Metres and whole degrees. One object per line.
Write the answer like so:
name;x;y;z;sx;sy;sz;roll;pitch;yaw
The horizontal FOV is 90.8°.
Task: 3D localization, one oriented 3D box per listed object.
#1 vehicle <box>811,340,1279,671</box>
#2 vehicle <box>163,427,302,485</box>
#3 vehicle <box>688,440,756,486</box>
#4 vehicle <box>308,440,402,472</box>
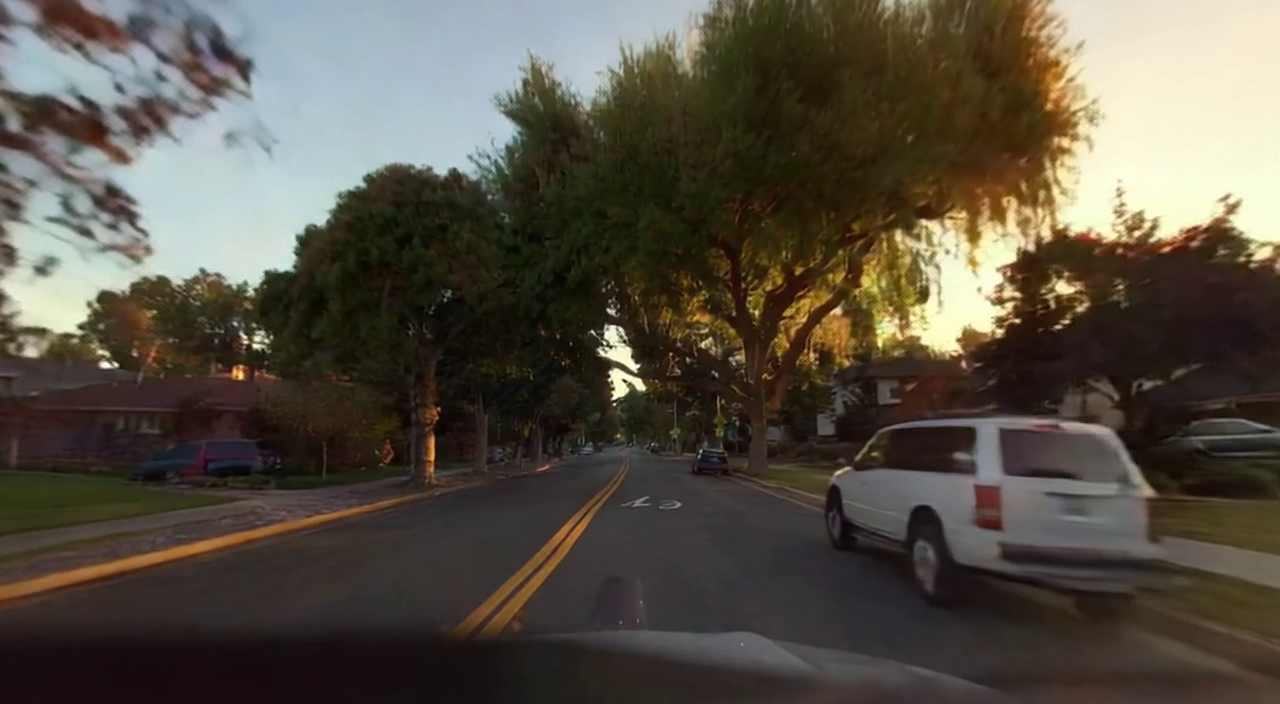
vehicle;3.082;1.098;5.526;2.007;1.702;4.430;0;-8;1
vehicle;-14.469;3.710;22.827;1.933;1.837;4.670;-2;-8;-1
vehicle;3.077;4.263;24.732;1.988;1.618;4.567;0;-8;-1
vehicle;-16.227;5.936;36.139;4.331;1.738;2.067;0;-9;1
